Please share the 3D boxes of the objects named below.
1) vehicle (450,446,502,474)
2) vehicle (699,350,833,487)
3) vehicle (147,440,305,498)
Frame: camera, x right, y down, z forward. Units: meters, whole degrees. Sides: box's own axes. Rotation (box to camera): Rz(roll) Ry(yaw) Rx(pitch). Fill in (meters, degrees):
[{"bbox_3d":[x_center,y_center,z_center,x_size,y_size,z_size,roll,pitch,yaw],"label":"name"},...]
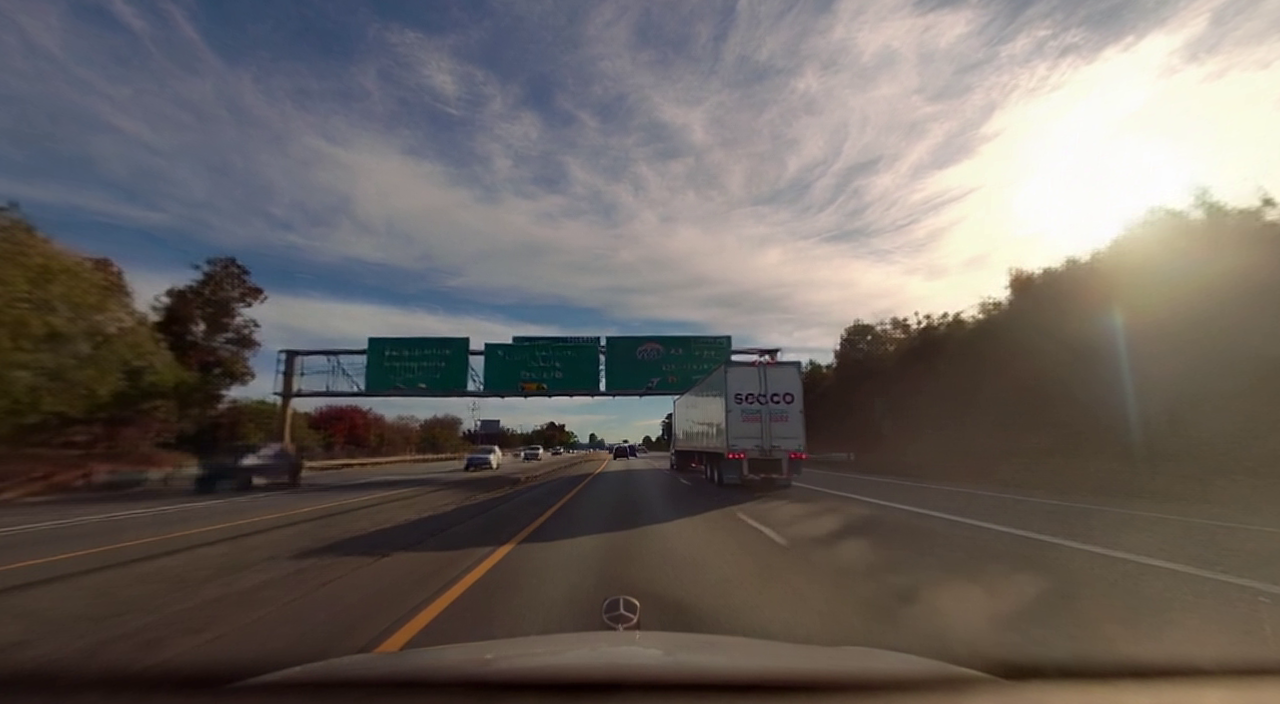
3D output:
[{"bbox_3d":[-9.512,6.273,36.620,1.956,1.538,4.361,0,-9,-1],"label":"vehicle"},{"bbox_3d":[3.997,2.517,22.270,2.892,3.928,8.380,0,-9,-1],"label":"vehicle"},{"bbox_3d":[-13.314,3.764,20.618,1.981,1.654,4.727,0,-9,0],"label":"vehicle"}]
